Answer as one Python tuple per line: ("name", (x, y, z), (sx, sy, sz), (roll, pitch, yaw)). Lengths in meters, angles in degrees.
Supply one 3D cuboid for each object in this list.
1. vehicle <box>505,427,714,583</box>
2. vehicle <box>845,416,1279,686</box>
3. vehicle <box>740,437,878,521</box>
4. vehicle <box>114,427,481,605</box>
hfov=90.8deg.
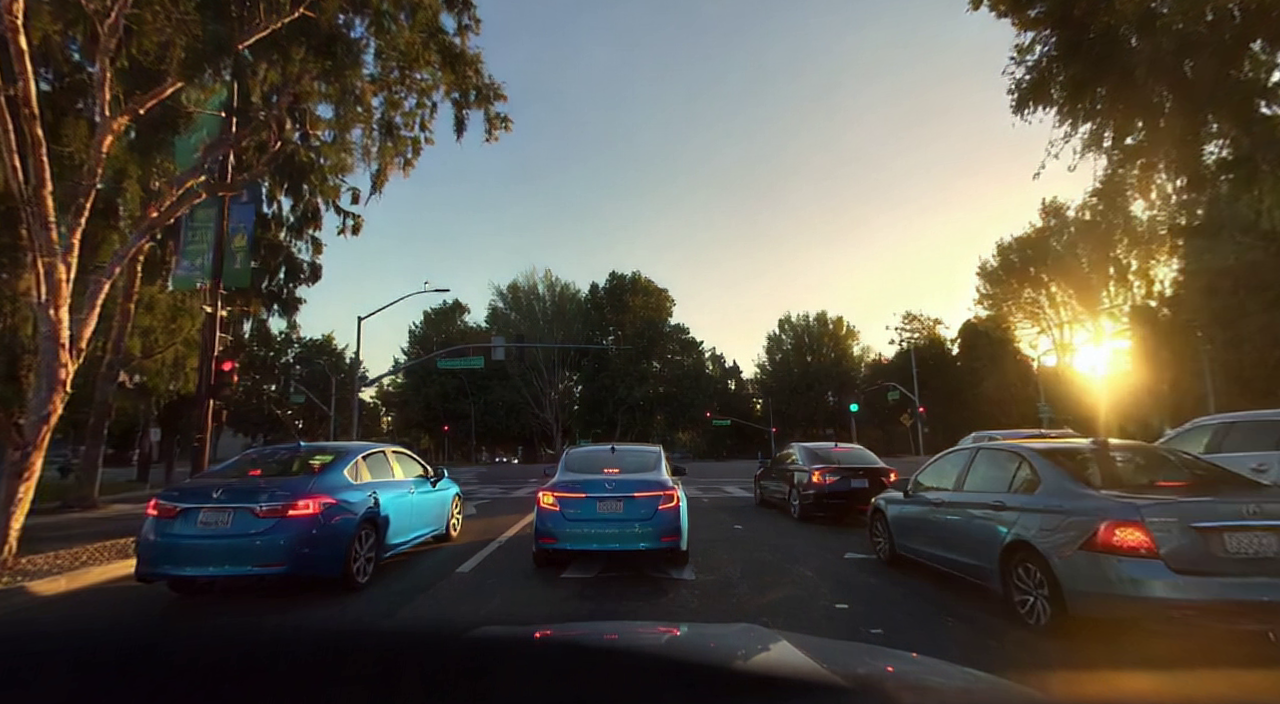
("vehicle", (-0.320, 1.741, 7.937), (1.994, 1.479, 3.647), (0, -9, -1))
("vehicle", (3.606, 1.431, 5.774), (1.953, 1.471, 4.470), (0, -9, 0))
("vehicle", (3.398, 2.611, 13.495), (1.852, 1.498, 3.825), (0, -9, -1))
("vehicle", (-3.371, 1.671, 7.362), (1.929, 1.457, 4.136), (0, -9, 0))
